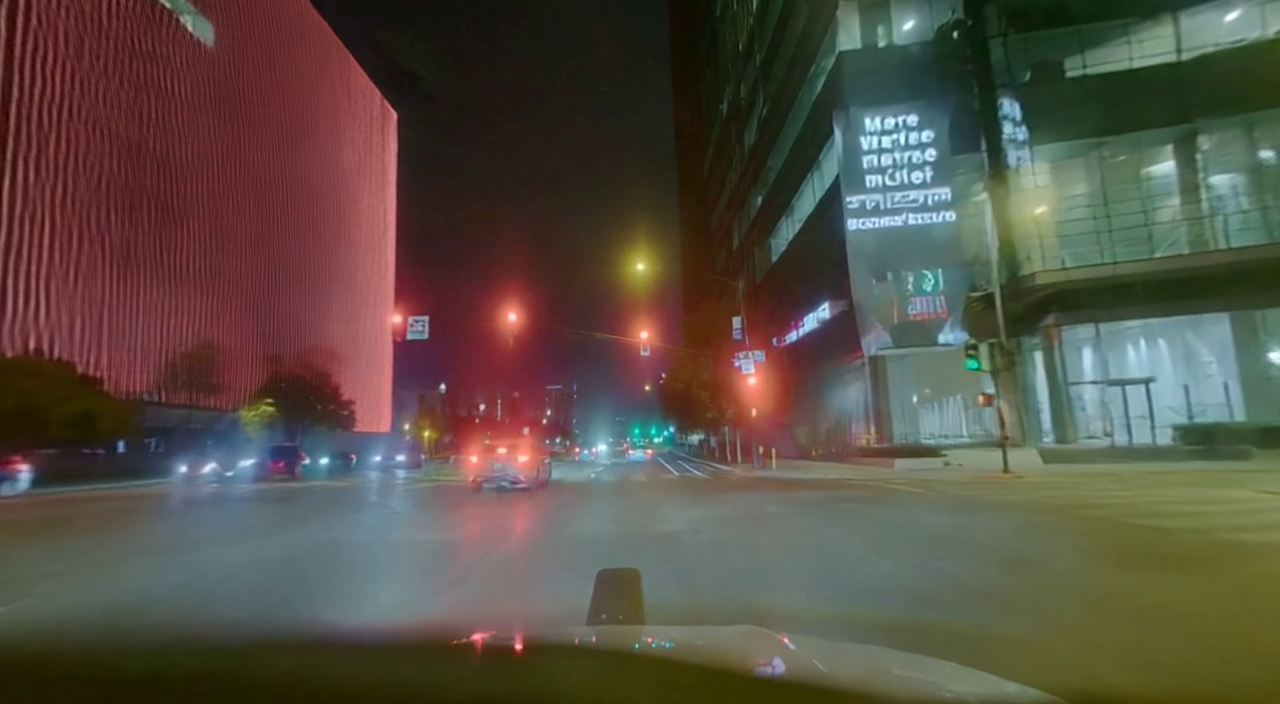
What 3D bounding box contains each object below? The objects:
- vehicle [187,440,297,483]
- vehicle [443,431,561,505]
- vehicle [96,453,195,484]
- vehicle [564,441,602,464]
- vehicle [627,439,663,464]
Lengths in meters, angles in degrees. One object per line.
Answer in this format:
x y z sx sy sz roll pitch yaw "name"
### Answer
-17.255 4.742 27.693 1.926 1.711 4.516 0 -8 -1 "vehicle"
-3.180 2.737 15.378 1.983 1.545 3.773 0 -8 0 "vehicle"
-26.745 6.301 34.403 1.853 1.467 4.380 0 -8 0 "vehicle"
-3.692 6.579 41.714 2.088 1.430 4.482 0 -8 0 "vehicle"
0.300 6.123 39.126 2.102 1.482 4.125 0 -8 0 "vehicle"
